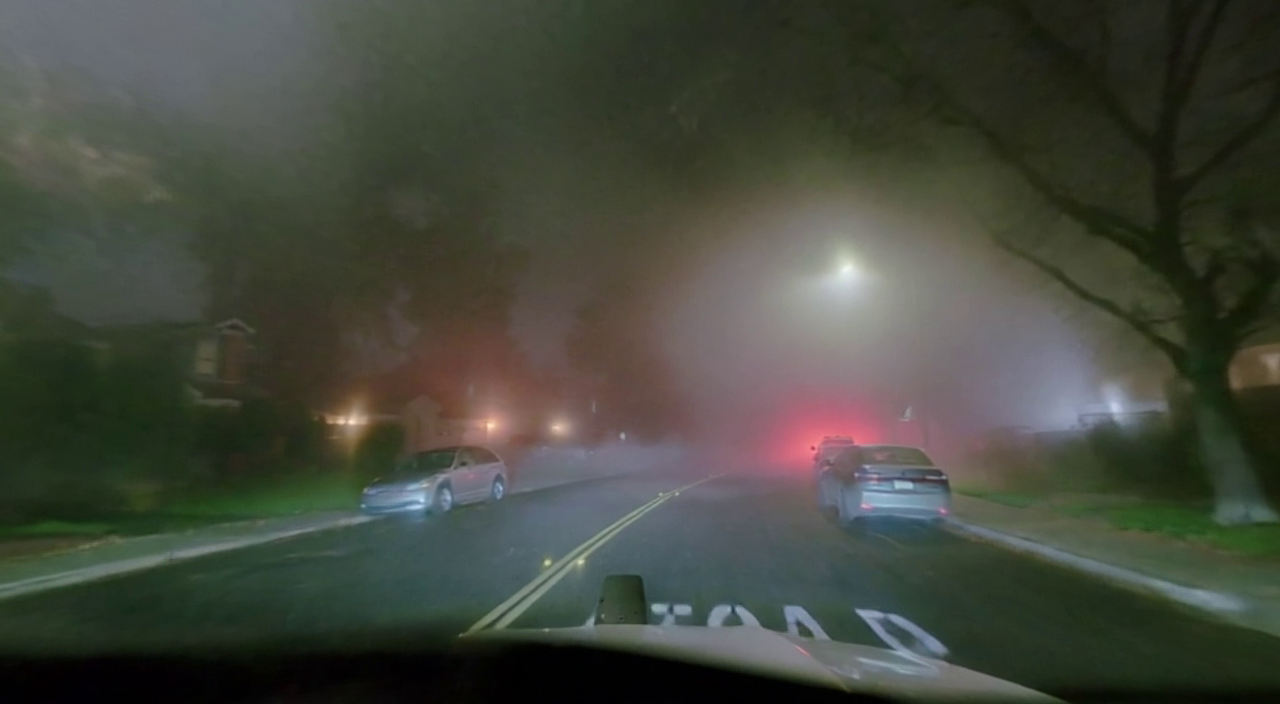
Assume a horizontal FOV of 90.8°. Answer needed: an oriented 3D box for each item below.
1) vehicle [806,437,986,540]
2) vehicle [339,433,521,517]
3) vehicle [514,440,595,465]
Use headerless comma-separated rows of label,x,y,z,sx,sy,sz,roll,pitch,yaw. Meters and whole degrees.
vehicle,4.416,2.385,11.848,2.045,1.478,4.914,-2,-9,9
vehicle,-4.831,2.903,15.505,2.030,1.696,4.828,-2,-9,12
vehicle,-5.261,6.198,39.027,4.455,1.419,2.017,-3,-9,17
